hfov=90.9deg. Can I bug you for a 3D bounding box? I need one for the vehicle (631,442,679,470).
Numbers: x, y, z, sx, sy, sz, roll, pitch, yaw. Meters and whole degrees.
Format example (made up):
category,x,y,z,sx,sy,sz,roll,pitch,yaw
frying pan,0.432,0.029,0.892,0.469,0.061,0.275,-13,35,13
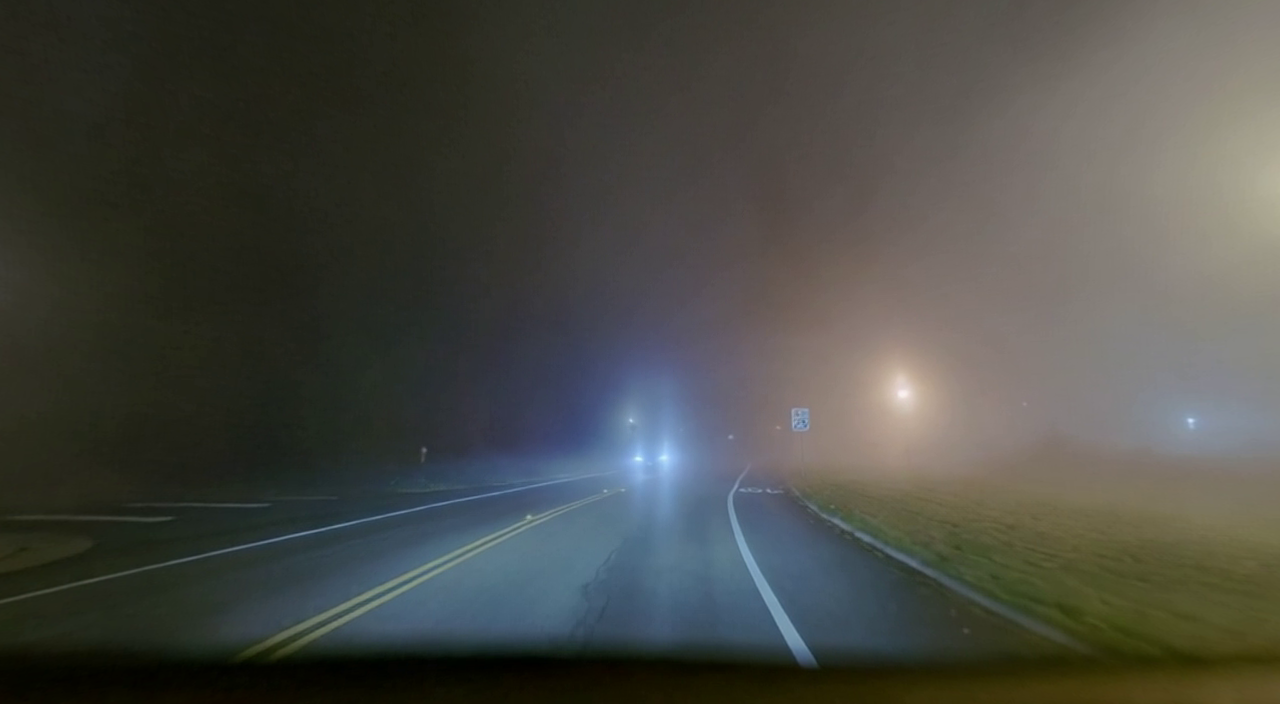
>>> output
category,x,y,z,sx,sy,sz,roll,pitch,yaw
vehicle,0.937,5.919,36.196,2.190,1.499,4.209,-1,-9,10
